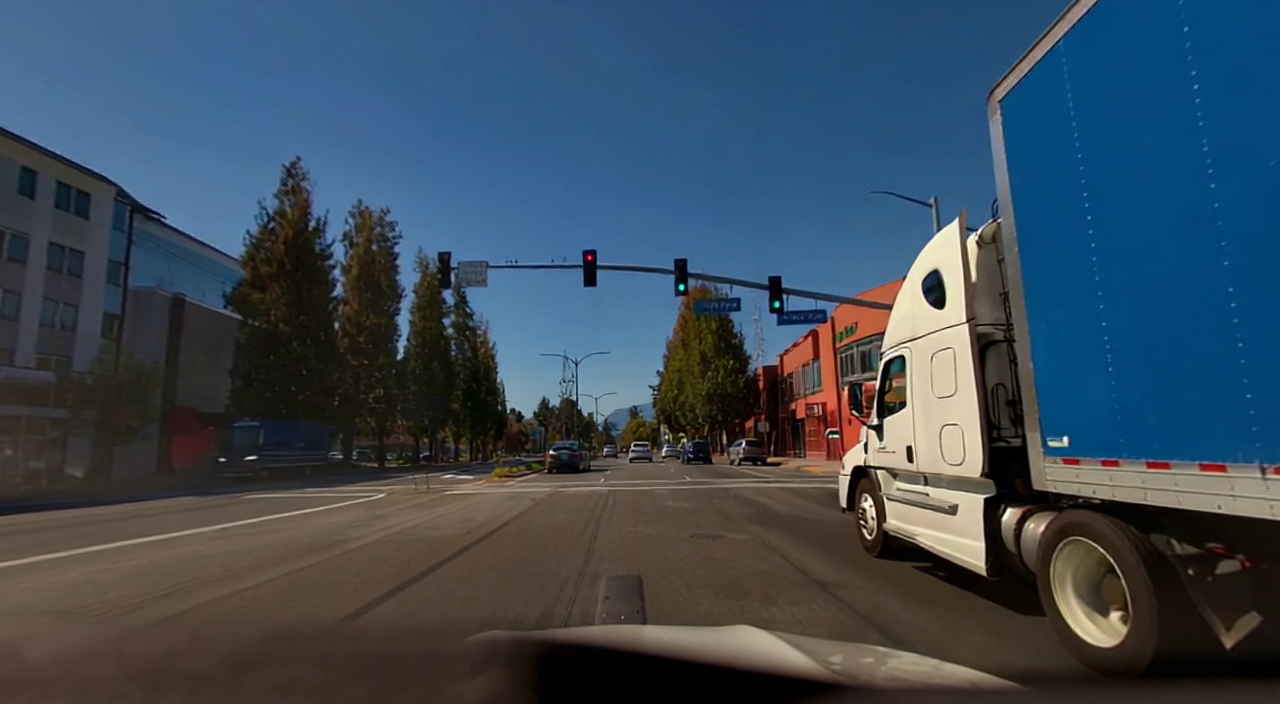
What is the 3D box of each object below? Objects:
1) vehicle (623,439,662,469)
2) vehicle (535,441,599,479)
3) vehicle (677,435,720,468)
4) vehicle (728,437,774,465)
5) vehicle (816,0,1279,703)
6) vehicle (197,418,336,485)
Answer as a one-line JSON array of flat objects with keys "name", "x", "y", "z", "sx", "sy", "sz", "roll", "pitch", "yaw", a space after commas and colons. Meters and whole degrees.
[{"name": "vehicle", "x": 0.141, "y": 6.234, "z": 38.790, "sx": 2.276, "sy": 1.704, "sz": 3.925, "roll": 0, "pitch": -8, "yaw": 0}, {"name": "vehicle", "x": -3.124, "y": 4.725, "z": 27.963, "sx": 2.211, "sy": 1.537, "sz": 4.666, "roll": 0, "pitch": -8, "yaw": 1}, {"name": "vehicle", "x": 3.574, "y": 6.200, "z": 39.470, "sx": 2.196, "sy": 1.908, "sz": 4.412, "roll": 0, "pitch": -8, "yaw": -1}, {"name": "vehicle", "x": 7.651, "y": 6.896, "z": 43.950, "sx": 2.174, "sy": 1.793, "sz": 5.061, "roll": 0, "pitch": -8, "yaw": -1}, {"name": "vehicle", "x": 3.888, "y": -0.025, "z": 4.151, "sx": 3.006, "sy": 3.679, "sz": 8.506, "roll": 0, "pitch": -8, "yaw": 0}, {"name": "vehicle", "x": -18.143, "y": 4.896, "z": 31.295, "sx": 2.473, "sy": 2.894, "sz": 7.075, "roll": 0, "pitch": -8, "yaw": 0}]
